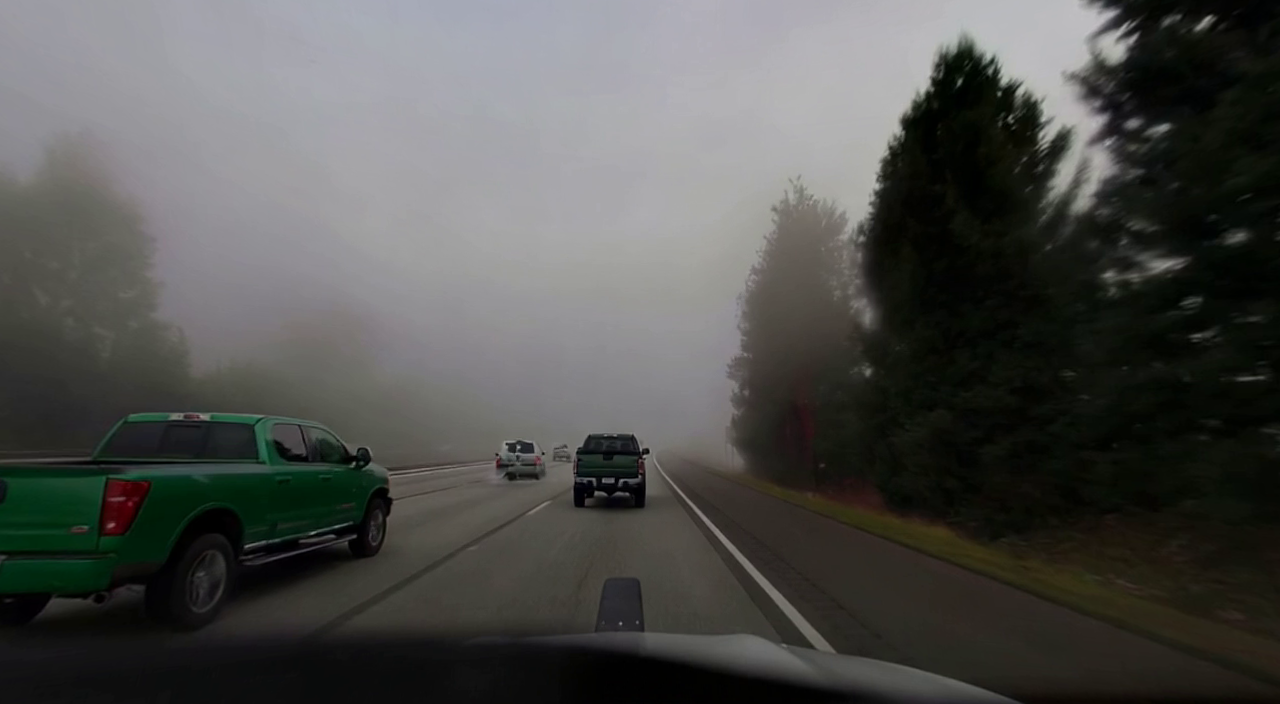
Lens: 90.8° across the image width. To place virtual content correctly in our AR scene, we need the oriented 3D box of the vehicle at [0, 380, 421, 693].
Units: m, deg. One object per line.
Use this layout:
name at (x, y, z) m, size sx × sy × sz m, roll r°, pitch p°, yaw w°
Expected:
vehicle at (-4.056, 1.387, 6.114) m, size 2.038 × 1.704 × 5.181 m, roll 0°, pitch -8°, yaw 0°

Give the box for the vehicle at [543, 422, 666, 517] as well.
vehicle at (-0.641, 2.522, 14.063) m, size 2.293 × 1.753 × 4.380 m, roll 0°, pitch -8°, yaw 1°

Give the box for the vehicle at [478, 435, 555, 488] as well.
vehicle at (-4.464, 4.008, 23.486) m, size 1.991 × 1.776 × 4.333 m, roll 0°, pitch -8°, yaw 0°
